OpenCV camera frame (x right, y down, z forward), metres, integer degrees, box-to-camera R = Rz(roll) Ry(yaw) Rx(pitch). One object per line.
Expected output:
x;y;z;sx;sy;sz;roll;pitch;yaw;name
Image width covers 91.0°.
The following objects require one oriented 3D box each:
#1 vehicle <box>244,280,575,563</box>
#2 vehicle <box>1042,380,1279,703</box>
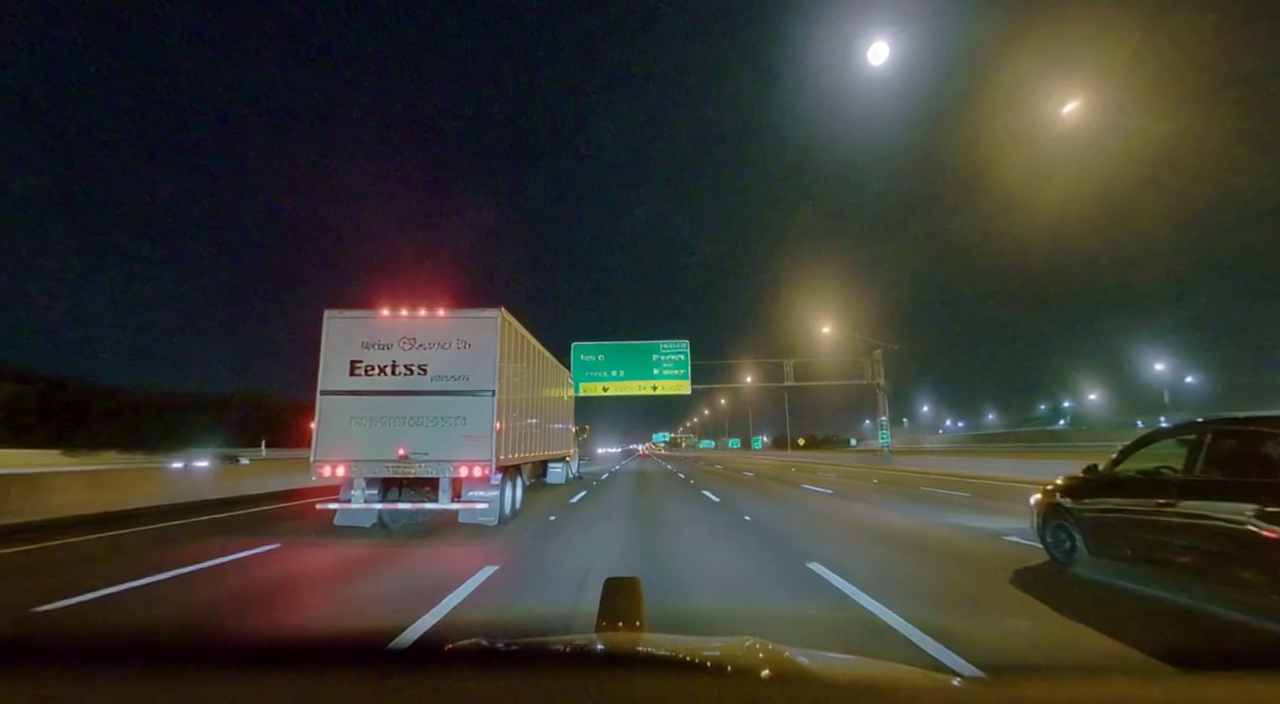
-3.198;1.431;11.882;2.922;3.458;8.360;0;-9;1;vehicle
3.768;0.789;1.931;2.044;1.558;4.577;0;-9;0;vehicle
